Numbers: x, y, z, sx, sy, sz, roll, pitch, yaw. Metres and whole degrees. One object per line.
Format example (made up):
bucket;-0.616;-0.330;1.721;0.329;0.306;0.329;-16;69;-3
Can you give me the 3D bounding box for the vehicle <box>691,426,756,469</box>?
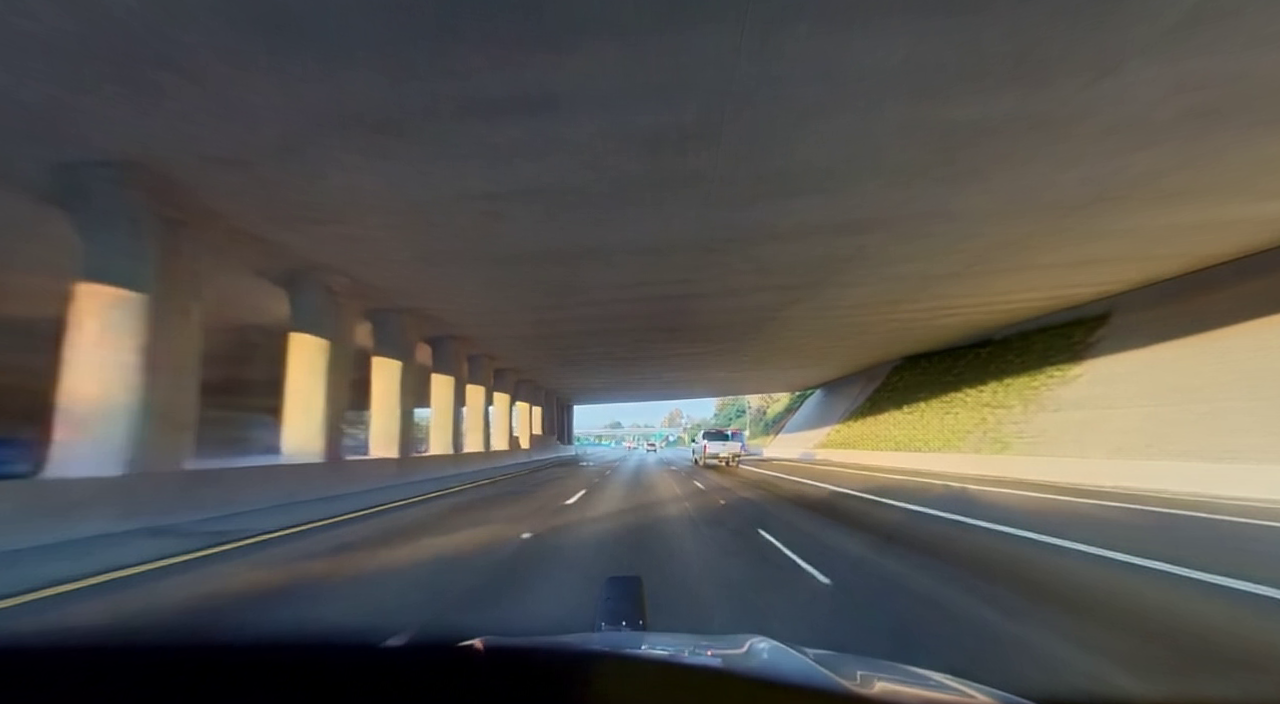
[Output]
vehicle;4.188;4.965;32.733;2.505;2.020;5.532;0;-8;-1
